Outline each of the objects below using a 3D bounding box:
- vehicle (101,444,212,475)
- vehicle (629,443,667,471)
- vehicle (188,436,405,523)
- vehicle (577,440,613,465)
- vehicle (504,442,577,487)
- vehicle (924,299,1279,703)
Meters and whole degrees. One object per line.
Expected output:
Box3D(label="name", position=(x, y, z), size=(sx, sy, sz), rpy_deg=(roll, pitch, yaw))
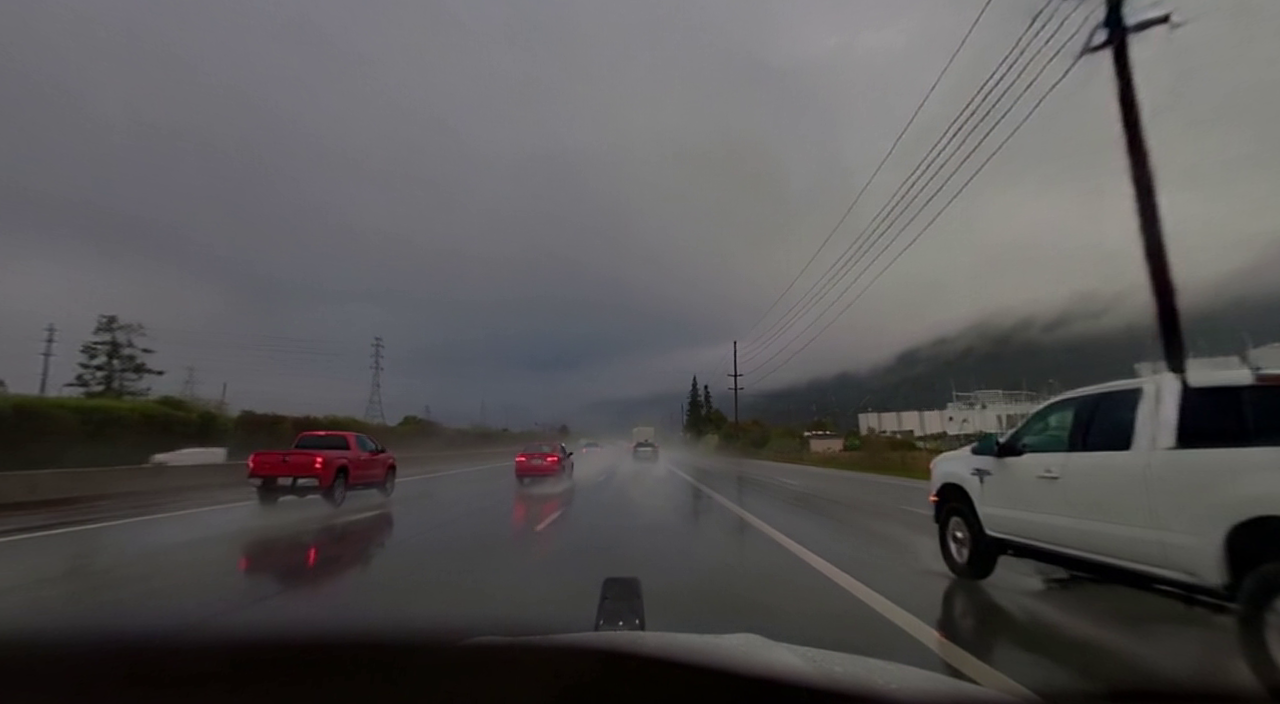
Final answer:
Box3D(label="vehicle", position=(-30.005, 6.662, 39.532), size=(2.281, 1.762, 5.839), rpy_deg=(0, -9, 0))
Box3D(label="vehicle", position=(0.447, 5.902, 35.705), size=(2.030, 1.471, 4.115), rpy_deg=(0, -8, 0))
Box3D(label="vehicle", position=(-6.911, 2.593, 13.481), size=(1.959, 1.496, 4.740), rpy_deg=(0, -8, 0))
Box3D(label="vehicle", position=(-3.239, 7.320, 46.250), size=(2.244, 1.752, 4.439), rpy_deg=(0, -8, 0))
Box3D(label="vehicle", position=(-3.518, 4.041, 23.054), size=(1.938, 1.444, 4.206), rpy_deg=(0, -8, 0))
Box3D(label="vehicle", position=(4.014, 0.848, 3.693), size=(2.231, 1.919, 5.086), rpy_deg=(0, -8, -1))
